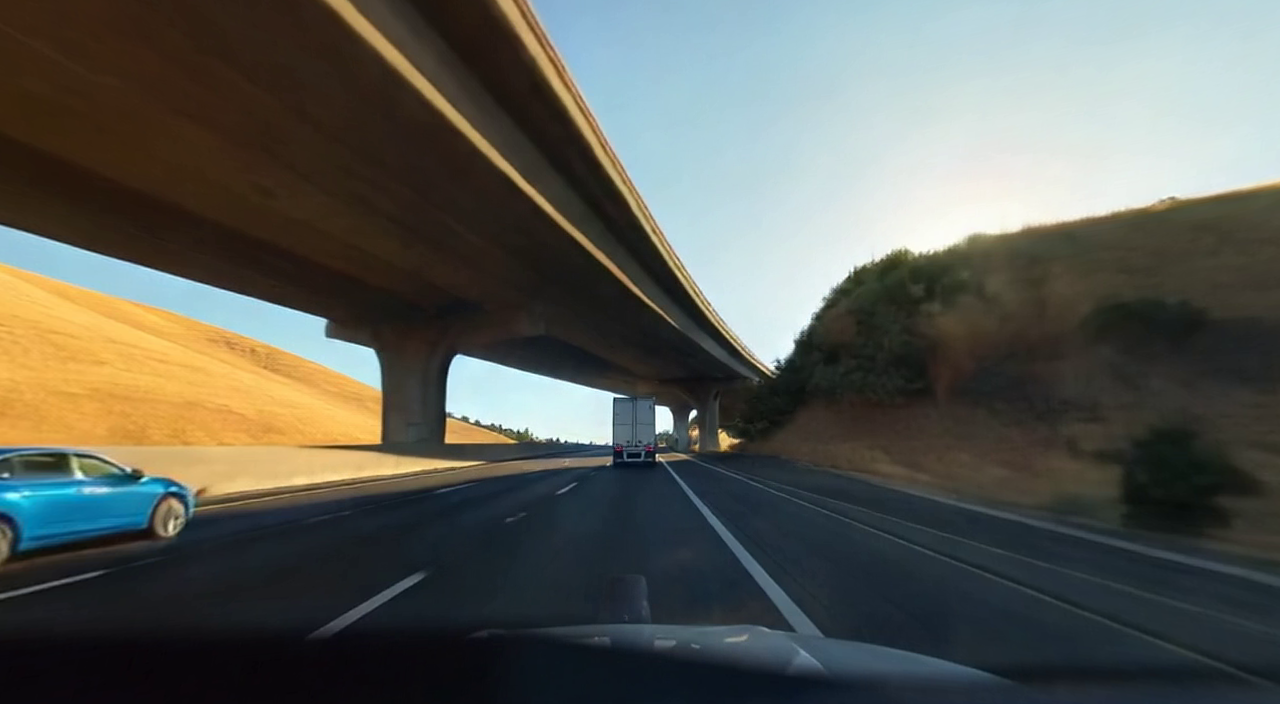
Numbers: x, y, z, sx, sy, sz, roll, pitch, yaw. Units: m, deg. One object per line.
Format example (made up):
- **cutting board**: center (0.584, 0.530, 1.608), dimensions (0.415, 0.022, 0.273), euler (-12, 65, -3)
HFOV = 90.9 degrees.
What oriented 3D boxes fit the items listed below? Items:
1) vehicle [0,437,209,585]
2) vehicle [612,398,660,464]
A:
- **vehicle**: center (-7.574, 1.738, 7.159), dimensions (2.078, 1.496, 4.563), euler (0, -8, 1)
- **vehicle**: center (-0.202, 5.611, 43.956), dimensions (2.866, 4.014, 11.261), euler (0, -8, 0)
